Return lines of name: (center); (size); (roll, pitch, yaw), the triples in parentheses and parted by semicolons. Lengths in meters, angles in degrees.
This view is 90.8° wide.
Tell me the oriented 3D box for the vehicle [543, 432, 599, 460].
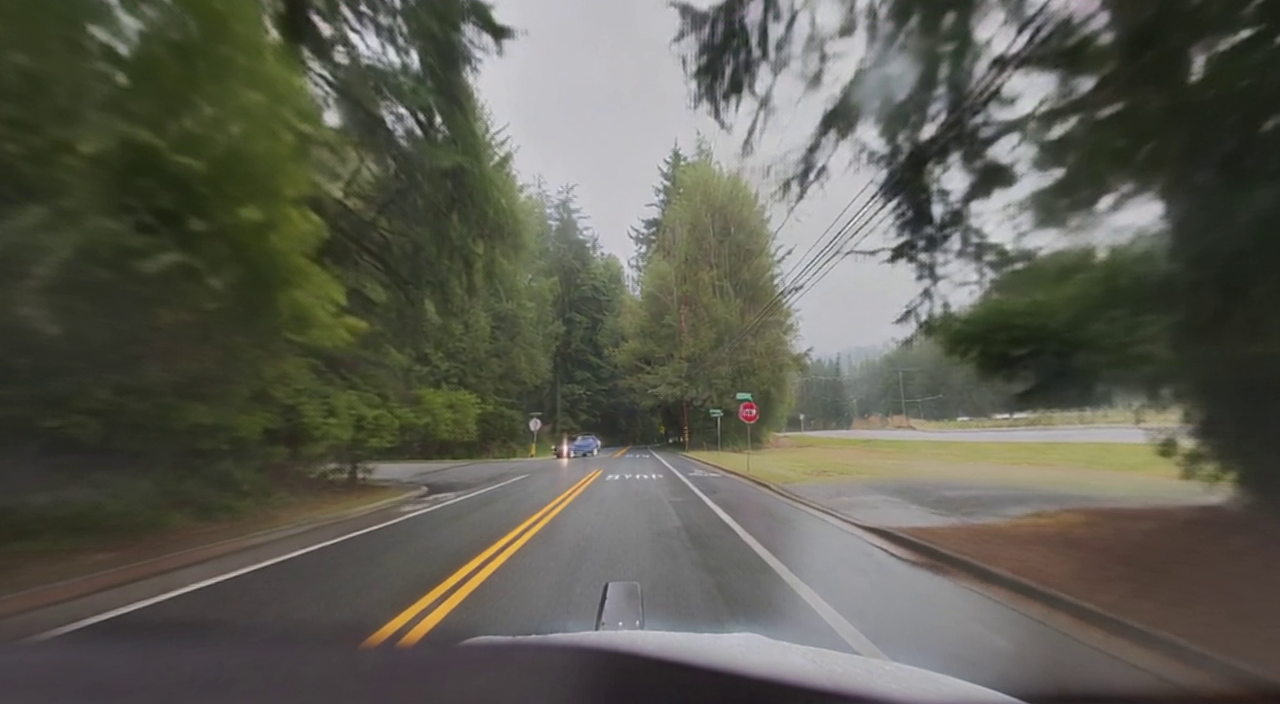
vehicle: (-5.107, 7.117, 47.641); (2.348, 1.973, 5.020); (-3, -9, 17)
